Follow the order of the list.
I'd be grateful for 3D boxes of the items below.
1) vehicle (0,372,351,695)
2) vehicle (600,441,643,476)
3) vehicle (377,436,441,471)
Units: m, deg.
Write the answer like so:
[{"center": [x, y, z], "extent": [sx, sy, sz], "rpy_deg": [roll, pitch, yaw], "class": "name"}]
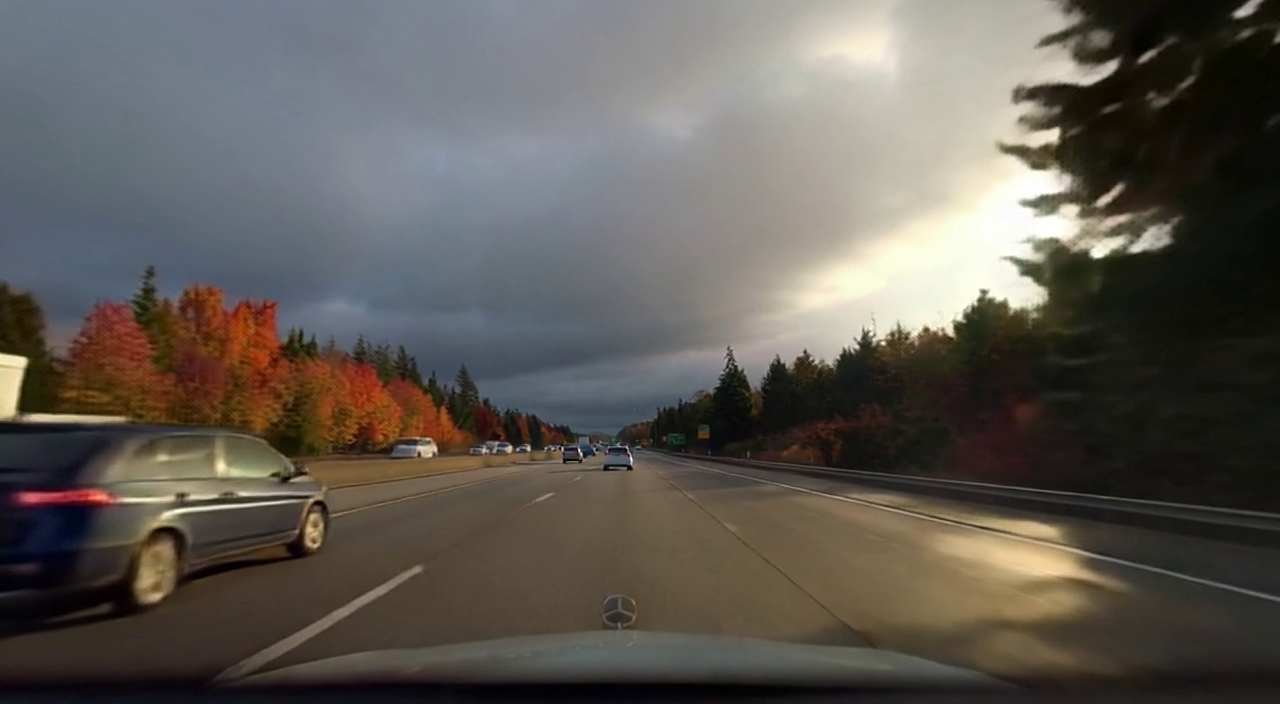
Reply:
[{"center": [-4.404, 1.233, 5.015], "extent": [1.974, 1.688, 4.727], "rpy_deg": [0, -9, -1], "class": "vehicle"}, {"center": [-0.986, 5.576, 33.042], "extent": [2.115, 1.661, 4.049], "rpy_deg": [0, -9, -2], "class": "vehicle"}, {"center": [-13.725, 6.055, 37.576], "extent": [2.071, 1.894, 5.029], "rpy_deg": [0, -9, -2], "class": "vehicle"}]
